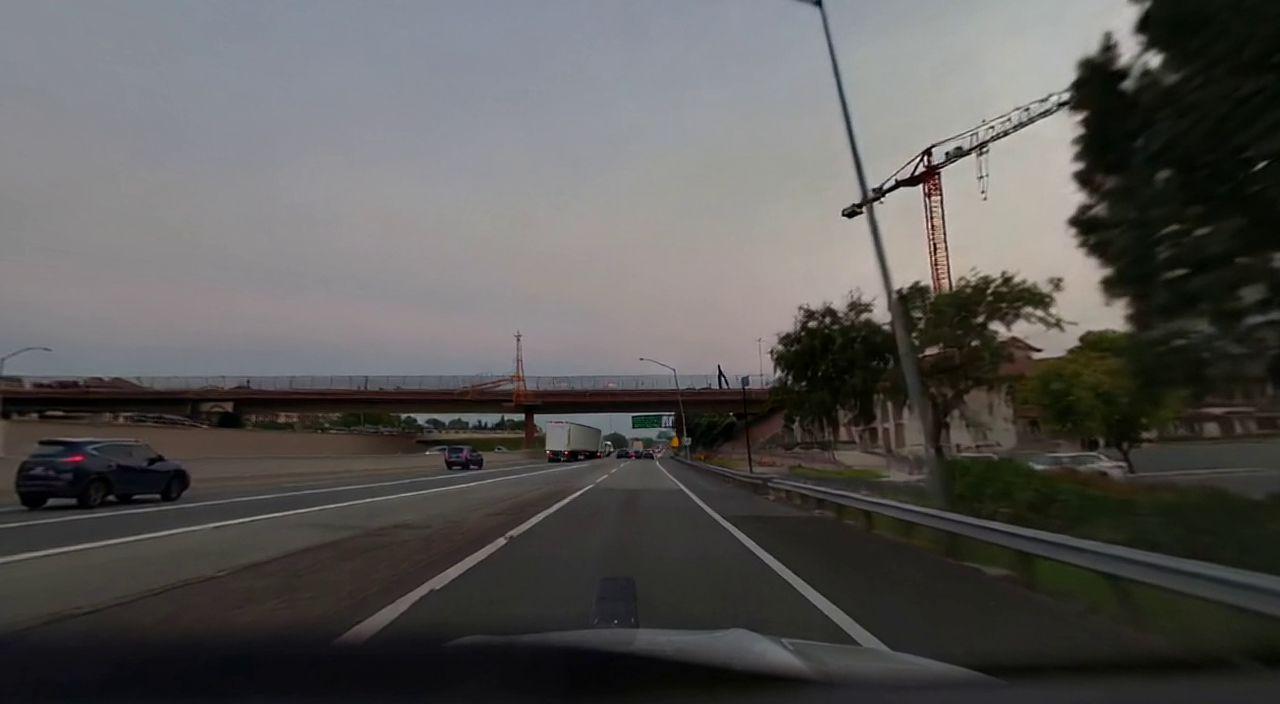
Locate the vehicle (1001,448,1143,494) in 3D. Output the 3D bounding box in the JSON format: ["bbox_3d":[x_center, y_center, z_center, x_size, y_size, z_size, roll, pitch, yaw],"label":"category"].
[{"bbox_3d":[22.603,6.218,33.208,5.721,1.944,2.251,-3,-7,-1],"label":"vehicle"}]

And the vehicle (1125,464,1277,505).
[{"bbox_3d":[22.753,5.380,25.737,4.308,1.519,1.951,0,-8,-1],"label":"vehicle"}]

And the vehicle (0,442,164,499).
[{"bbox_3d":[-19.499,4.062,22.159,1.932,1.752,4.541,0,-9,2],"label":"vehicle"}]
